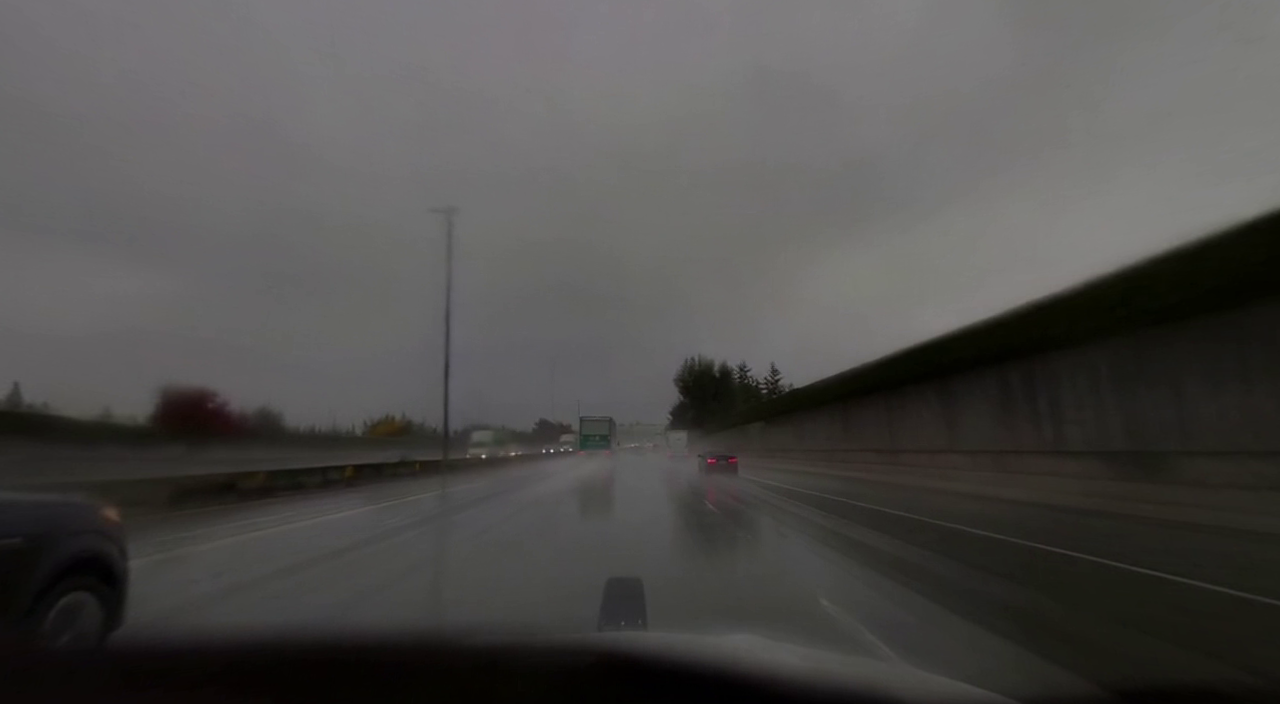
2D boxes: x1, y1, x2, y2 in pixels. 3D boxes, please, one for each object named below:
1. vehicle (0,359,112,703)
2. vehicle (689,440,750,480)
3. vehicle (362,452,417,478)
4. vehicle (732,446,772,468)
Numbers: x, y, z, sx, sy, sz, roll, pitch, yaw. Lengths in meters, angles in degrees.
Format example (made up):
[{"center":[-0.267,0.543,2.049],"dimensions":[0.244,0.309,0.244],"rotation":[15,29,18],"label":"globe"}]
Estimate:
[{"center":[-3.955,0.633,1.176],"dimensions":[2.093,1.705,4.392],"rotation":[0,-9,0],"label":"vehicle"},{"center":[3.276,4.583,26.845],"dimensions":[1.983,1.545,4.038],"rotation":[0,-9,-2],"label":"vehicle"},{"center":[-15.079,6.810,38.109],"dimensions":[1.714,1.476,3.729],"rotation":[0,-9,1],"label":"vehicle"},{"center":[7.772,7.314,44.019],"dimensions":[1.876,1.475,4.185],"rotation":[0,-9,-1],"label":"vehicle"}]
